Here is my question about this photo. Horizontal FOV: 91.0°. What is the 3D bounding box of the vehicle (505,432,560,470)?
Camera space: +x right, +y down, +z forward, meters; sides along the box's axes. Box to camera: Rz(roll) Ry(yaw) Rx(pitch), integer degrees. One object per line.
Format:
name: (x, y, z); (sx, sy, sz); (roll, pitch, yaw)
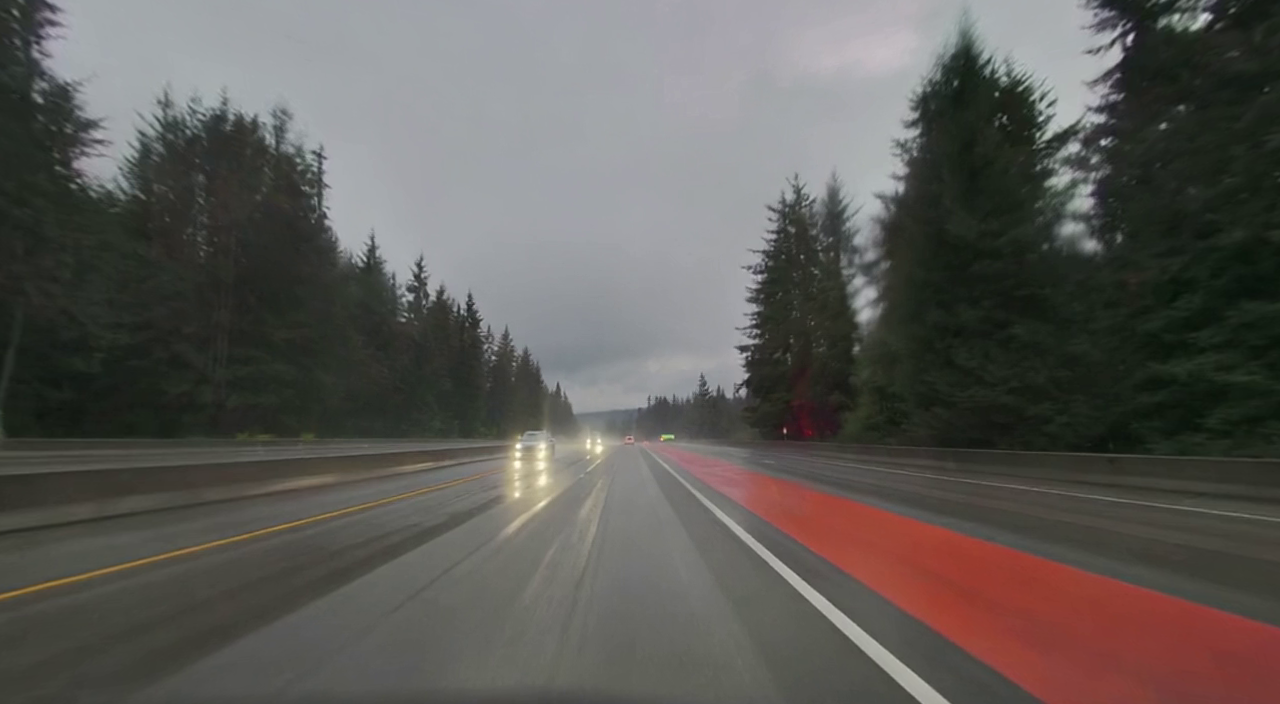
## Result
vehicle: (-5.295, 4.942, 31.618); (2.067, 1.721, 4.529); (0, -8, -1)
